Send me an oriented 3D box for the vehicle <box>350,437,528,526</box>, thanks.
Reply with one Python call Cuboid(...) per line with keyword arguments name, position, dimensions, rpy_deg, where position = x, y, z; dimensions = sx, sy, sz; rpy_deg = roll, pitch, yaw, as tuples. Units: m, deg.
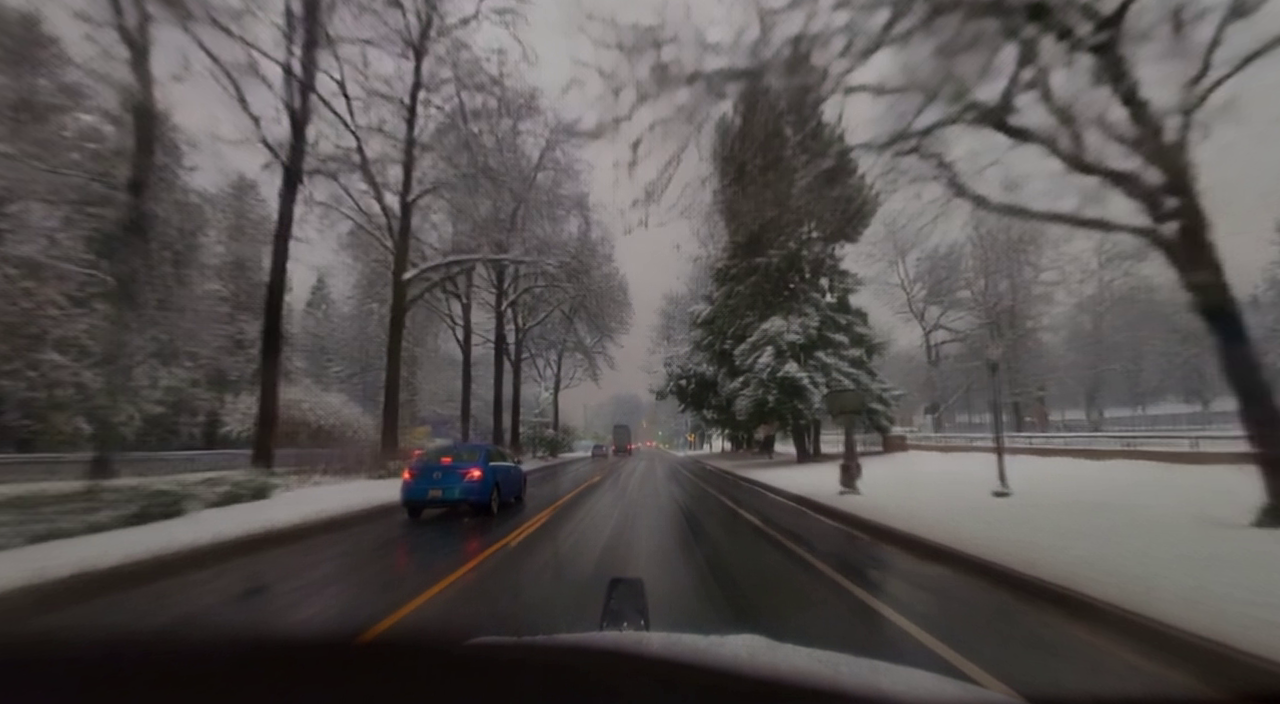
Cuboid(name="vehicle", position=(-3.732, 2.494, 12.738), dimensions=(2.033, 1.454, 4.512), rpy_deg=(0, -9, 1))
